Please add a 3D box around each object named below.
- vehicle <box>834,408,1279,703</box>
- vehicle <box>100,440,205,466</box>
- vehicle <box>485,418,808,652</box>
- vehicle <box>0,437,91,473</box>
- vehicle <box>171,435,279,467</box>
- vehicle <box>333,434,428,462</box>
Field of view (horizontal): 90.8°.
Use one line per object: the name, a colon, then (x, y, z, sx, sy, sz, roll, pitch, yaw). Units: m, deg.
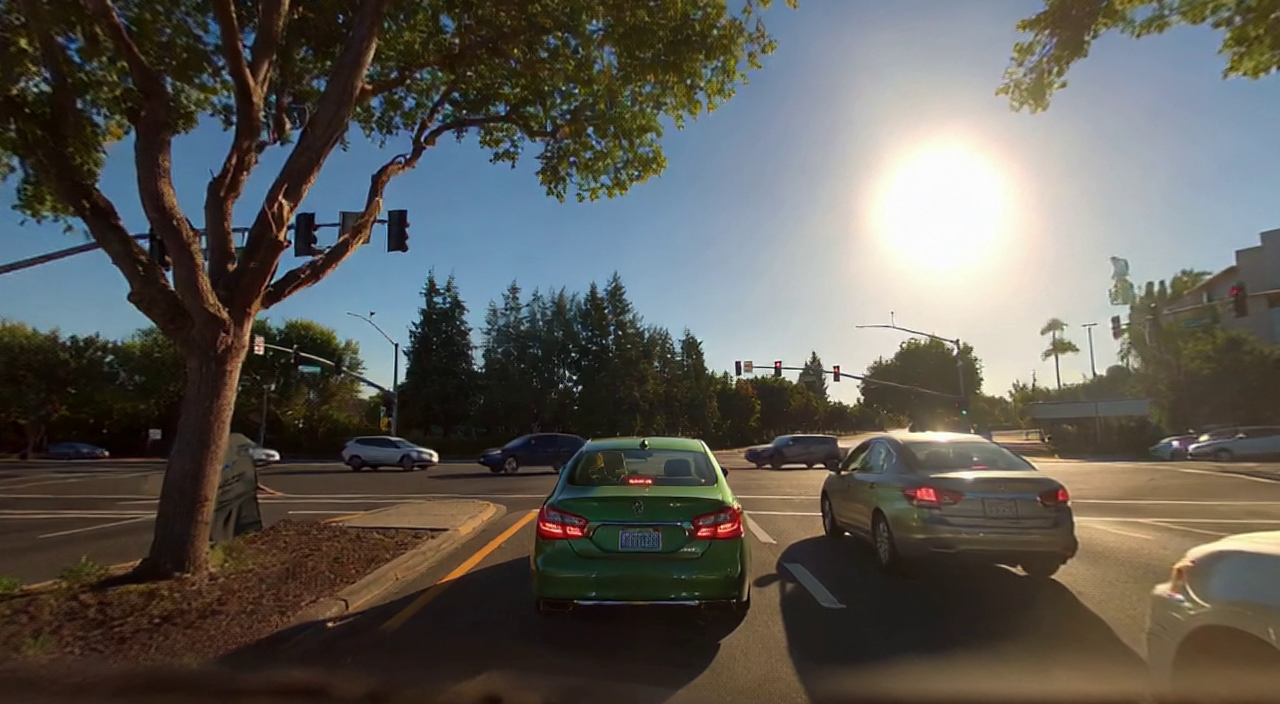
vehicle: (3.106, 1.301, 4.842, 1.861, 1.479, 4.371, 0, -9, 0)
vehicle: (-28.688, 5.959, 37.243, 4.615, 1.463, 2.016, -1, -9, 5)
vehicle: (0.036, 1.471, 6.143, 2.026, 1.458, 4.175, 0, -9, 0)
vehicle: (-29.782, 4.988, 30.734, 4.517, 1.637, 1.935, -1, -9, 7)
vehicle: (-21.810, 5.227, 33.331, 4.416, 1.597, 1.887, -1, -9, 4)
vehicle: (-15.287, 5.656, 37.405, 4.754, 1.583, 1.954, 1, -9, -7)
